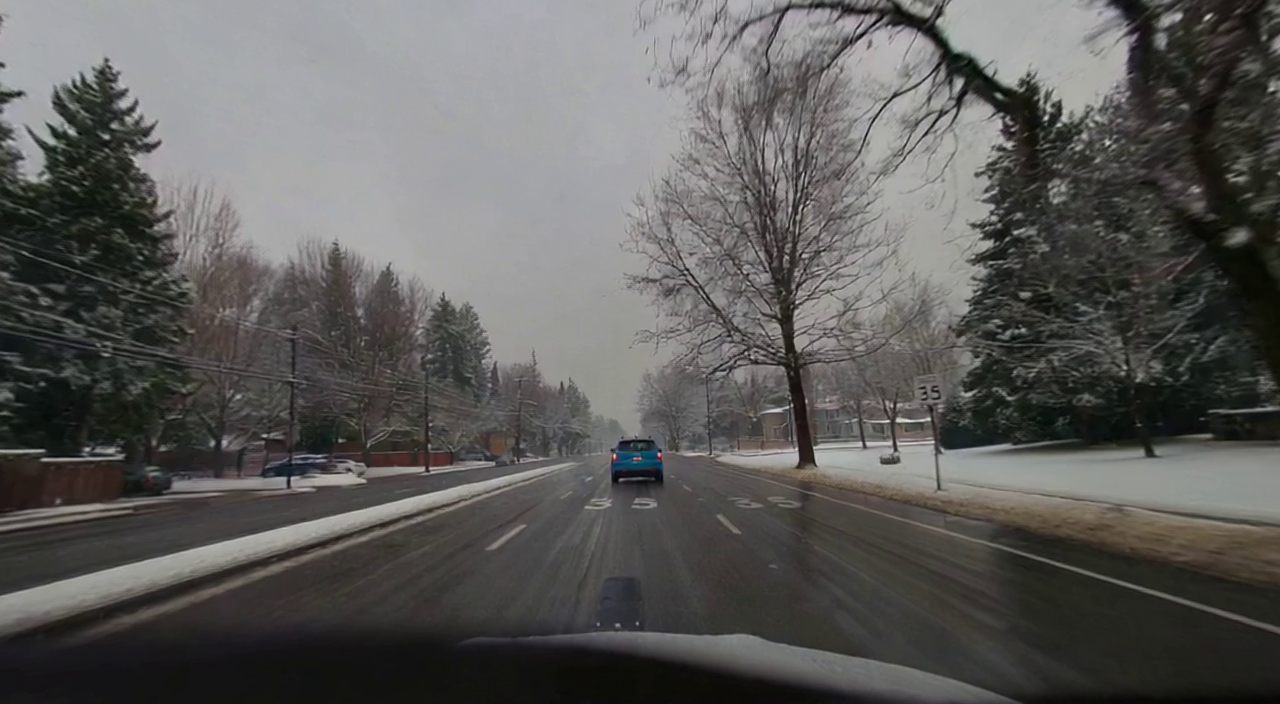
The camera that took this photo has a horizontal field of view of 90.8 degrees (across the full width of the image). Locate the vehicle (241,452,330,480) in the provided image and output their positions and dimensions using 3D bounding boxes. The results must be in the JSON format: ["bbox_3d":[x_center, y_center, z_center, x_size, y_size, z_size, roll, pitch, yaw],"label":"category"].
[{"bbox_3d":[-24.008,7.729,42.937,4.866,1.614,1.911,-2,-9,-4],"label":"vehicle"}]

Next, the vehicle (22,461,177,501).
[{"bbox_3d":[-21.438,5.098,25.186,4.433,1.462,1.834,0,-9,0],"label":"vehicle"}]

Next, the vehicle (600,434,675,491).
[{"bbox_3d":[-0.092,3.558,20.586,2.181,1.639,4.127,0,-9,0],"label":"vehicle"}]

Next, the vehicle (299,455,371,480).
[{"bbox_3d":[-21.948,8.339,45.627,4.241,1.500,1.956,-4,-9,1],"label":"vehicle"}]
